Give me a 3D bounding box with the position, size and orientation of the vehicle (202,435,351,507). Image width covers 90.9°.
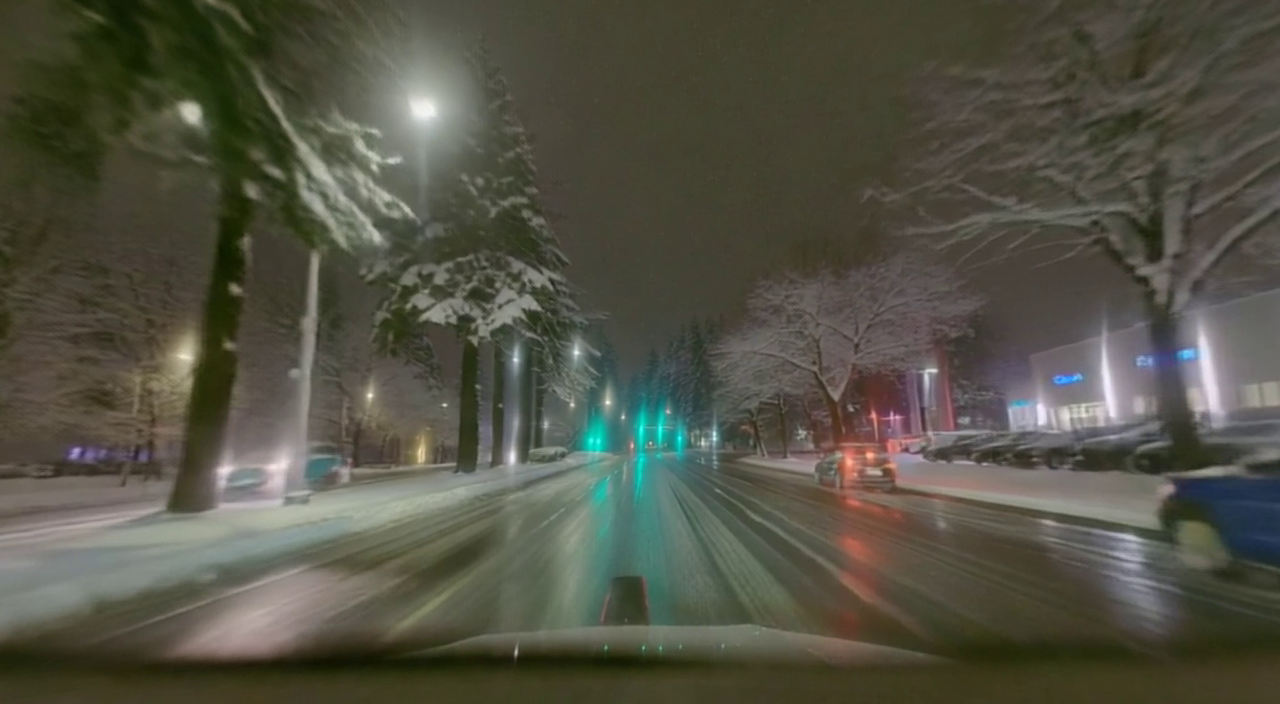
[{"bbox_3d":[-12.185,3.980,21.633,2.157,2.139,4.800,0,-8,0],"label":"vehicle"}]

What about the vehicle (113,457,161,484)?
[{"bbox_3d":[-35.662,8.332,44.627,4.285,1.747,2.044,-8,-12,44],"label":"vehicle"}]

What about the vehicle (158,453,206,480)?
[{"bbox_3d":[-34.012,8.496,46.776,2.077,1.851,4.582,7,-13,-44],"label":"vehicle"}]

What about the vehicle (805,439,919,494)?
[{"bbox_3d":[7.235,3.777,21.184,2.122,1.602,4.928,0,-8,1],"label":"vehicle"}]

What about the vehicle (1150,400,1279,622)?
[{"bbox_3d":[7.068,1.317,4.774,2.157,2.057,4.994,0,-8,0],"label":"vehicle"}]
